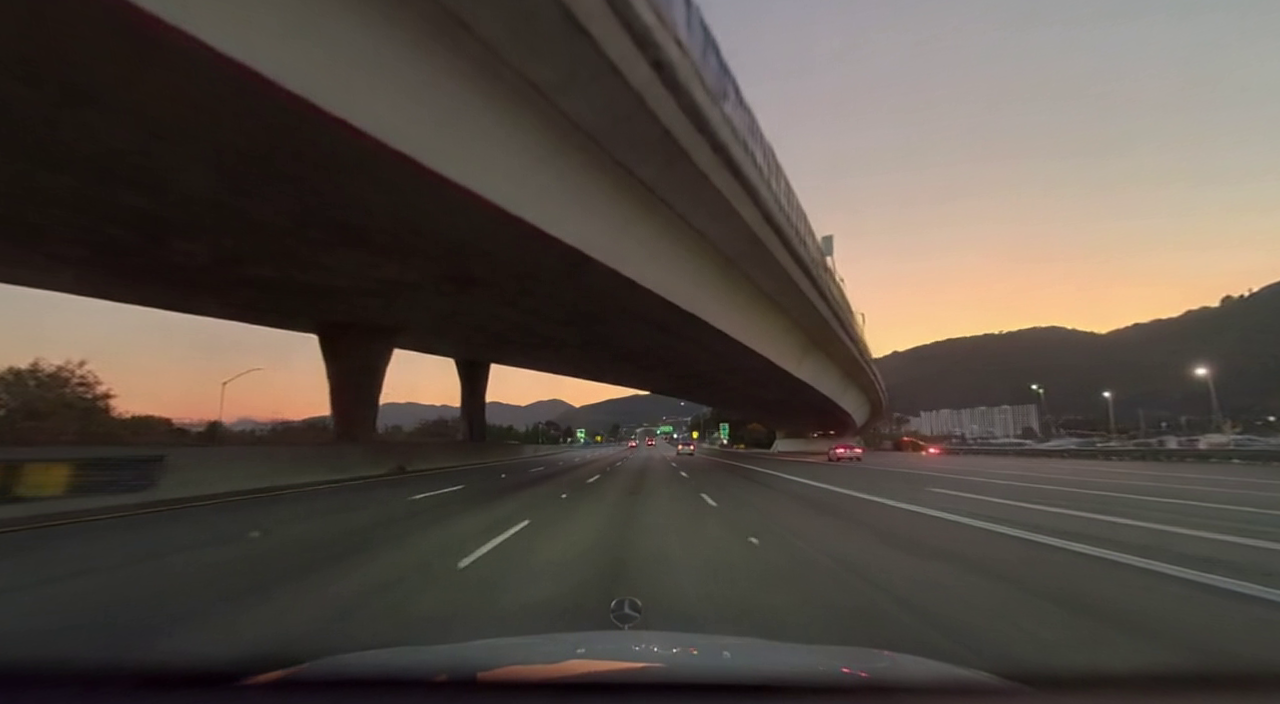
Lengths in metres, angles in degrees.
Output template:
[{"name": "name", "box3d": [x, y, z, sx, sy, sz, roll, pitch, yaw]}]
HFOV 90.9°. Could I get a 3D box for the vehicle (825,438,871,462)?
[{"name": "vehicle", "box3d": [15.579, 7.367, 47.448, 2.039, 1.658, 4.457, 0, -8, 3]}]
